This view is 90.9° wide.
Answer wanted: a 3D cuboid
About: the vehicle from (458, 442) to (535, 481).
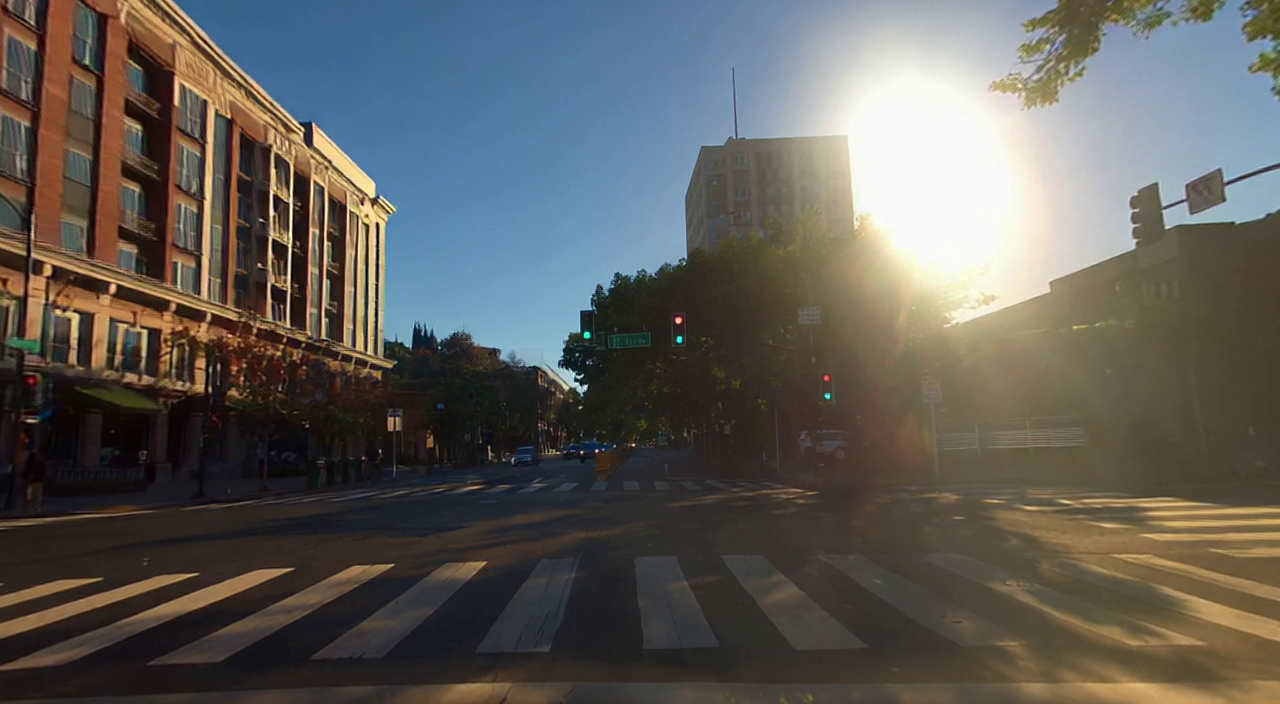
[{"bbox_3d":[-5.883,4.547,26.485,2.127,1.473,4.428,0,-8,1],"label":"vehicle"}]
